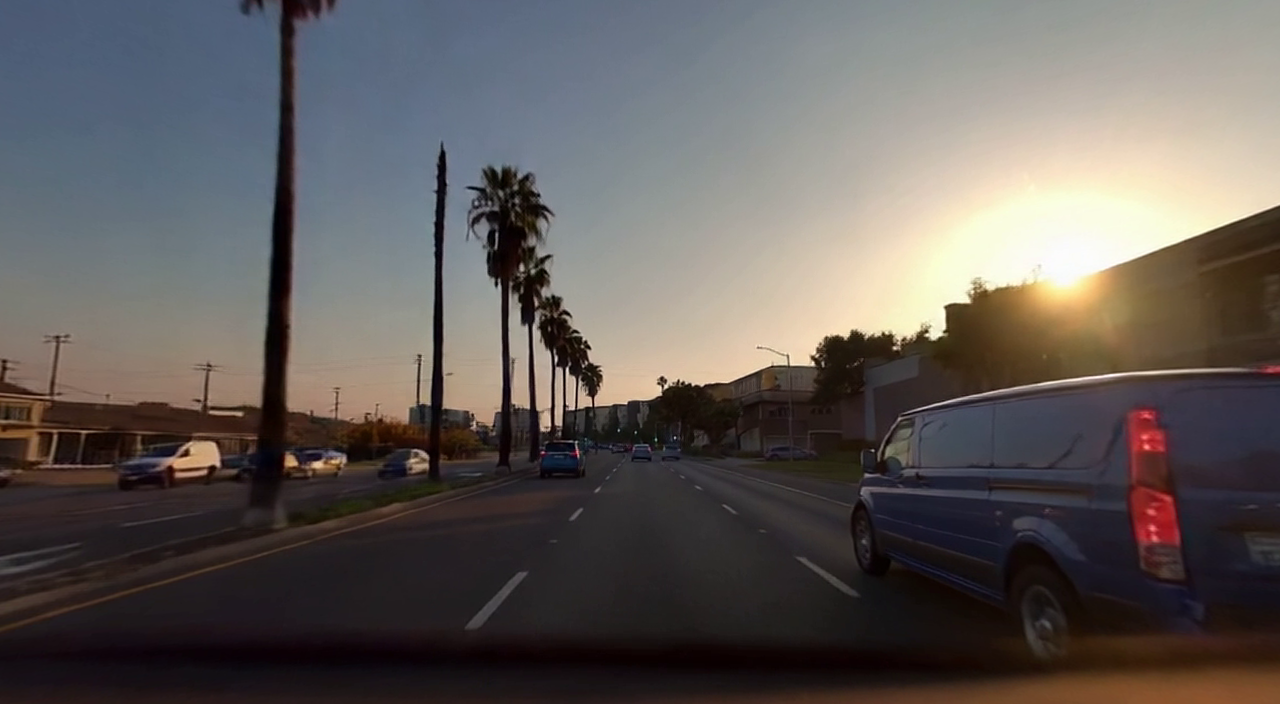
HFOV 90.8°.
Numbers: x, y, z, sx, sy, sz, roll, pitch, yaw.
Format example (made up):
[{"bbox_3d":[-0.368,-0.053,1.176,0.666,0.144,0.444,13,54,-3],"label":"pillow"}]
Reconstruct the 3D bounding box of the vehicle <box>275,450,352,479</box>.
[{"bbox_3d":[-18.325,6.293,35.725,1.934,1.470,4.487,0,-8,0],"label":"vehicle"}]

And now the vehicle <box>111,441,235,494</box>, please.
[{"bbox_3d":[-21.420,5.255,29.330,1.931,2.187,5.001,-1,-8,-1],"label":"vehicle"}]

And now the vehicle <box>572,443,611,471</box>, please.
[{"bbox_3d":[-2.723,5.982,36.192,1.869,1.454,4.142,0,-8,0],"label":"vehicle"}]

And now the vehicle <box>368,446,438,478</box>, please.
[{"bbox_3d":[-11.755,5.447,31.620,1.857,1.473,4.298,0,-8,0],"label":"vehicle"}]

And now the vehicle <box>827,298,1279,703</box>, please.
[{"bbox_3d":[3.313,1.081,4.826,2.234,1.912,4.847,0,-8,-1],"label":"vehicle"}]

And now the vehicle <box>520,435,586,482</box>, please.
[{"bbox_3d":[-3.374,4.238,25.351,1.967,1.703,4.157,0,-8,1],"label":"vehicle"}]

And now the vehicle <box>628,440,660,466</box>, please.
[{"bbox_3d":[0.273,7.174,45.116,2.191,1.761,3.857,0,-8,-1],"label":"vehicle"}]
